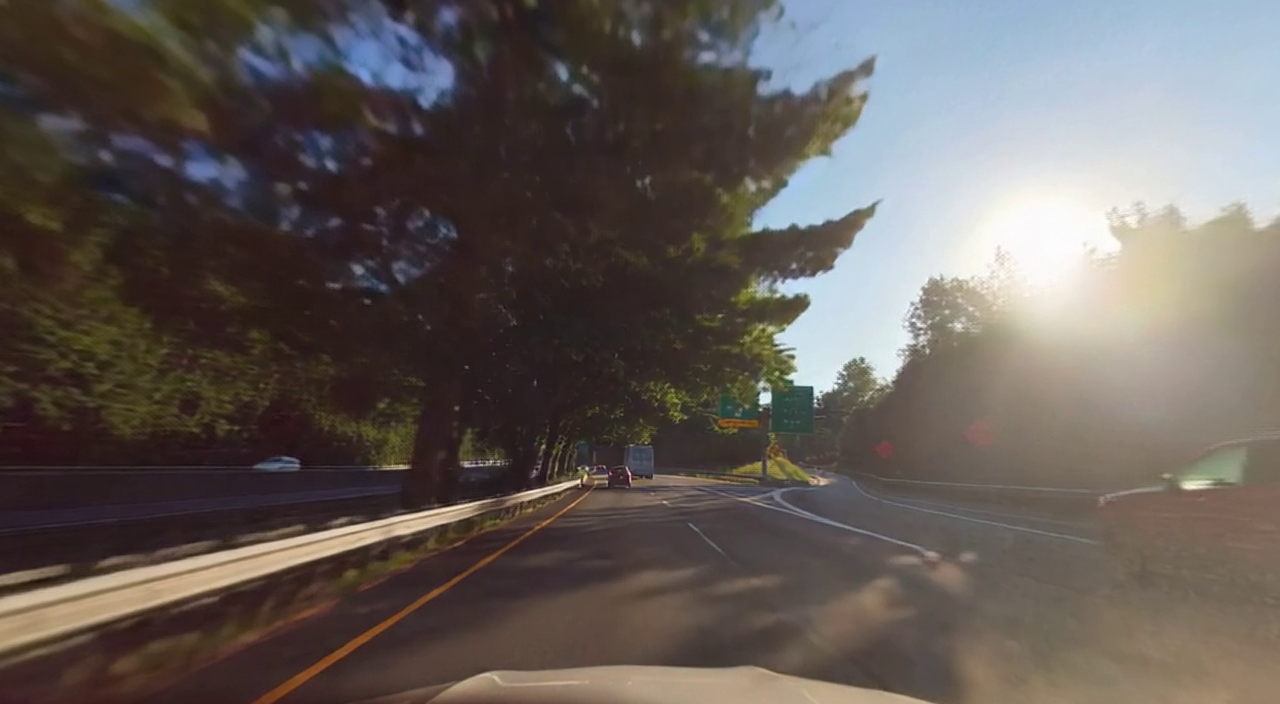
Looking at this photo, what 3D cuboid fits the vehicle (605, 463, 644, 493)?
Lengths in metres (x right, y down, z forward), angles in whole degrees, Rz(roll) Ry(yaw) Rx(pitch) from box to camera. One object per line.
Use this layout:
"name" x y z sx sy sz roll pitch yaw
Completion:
"vehicle" -0.843 6.781 34.060 1.987 1.467 3.903 1 -10 -2

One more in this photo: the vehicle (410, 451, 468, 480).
"vehicle" -12.082 6.886 38.138 1.952 1.618 4.859 1 -10 -1

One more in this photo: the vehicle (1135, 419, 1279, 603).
"vehicle" 7.244 1.472 5.637 1.998 1.776 4.663 0 -11 4

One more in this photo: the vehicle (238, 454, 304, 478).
"vehicle" -24.724 7.672 42.404 1.860 1.461 4.438 2 -10 -2
